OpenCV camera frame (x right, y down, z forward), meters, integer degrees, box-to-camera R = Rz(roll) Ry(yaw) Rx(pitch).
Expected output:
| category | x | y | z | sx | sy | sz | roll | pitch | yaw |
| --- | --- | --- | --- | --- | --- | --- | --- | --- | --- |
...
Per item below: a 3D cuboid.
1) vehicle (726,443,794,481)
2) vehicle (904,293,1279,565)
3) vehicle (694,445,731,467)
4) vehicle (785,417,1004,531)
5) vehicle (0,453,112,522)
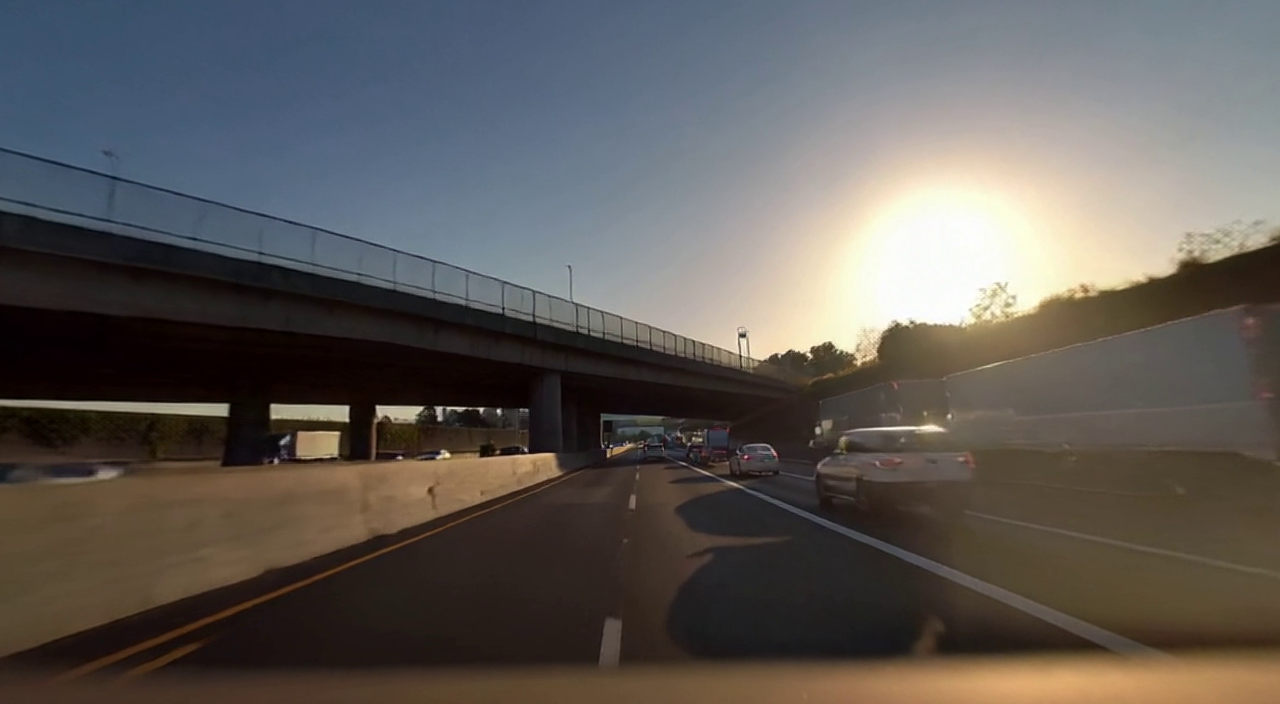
| category | x | y | z | sx | sy | sz | roll | pitch | yaw |
| --- | --- | --- | --- | --- | --- | --- | --- | --- | --- |
| vehicle | 5.084 | 4.711 | 27.470 | 1.959 | 1.483 | 5.135 | 0 | -8 | 0 |
| vehicle | 8.876 | 1.607 | 12.165 | 2.782 | 3.144 | 11.091 | 0 | -8 | 0 |
| vehicle | 5.036 | 7.262 | 44.148 | 1.987 | 1.448 | 4.356 | 0 | -8 | -1 |
| vehicle | 4.637 | 2.303 | 12.562 | 2.201 | 1.804 | 4.801 | 0 | -9 | -2 |
| vehicle | -15.723 | 3.286 | 15.440 | 1.855 | 1.550 | 4.300 | 0 | -8 | 1 |
